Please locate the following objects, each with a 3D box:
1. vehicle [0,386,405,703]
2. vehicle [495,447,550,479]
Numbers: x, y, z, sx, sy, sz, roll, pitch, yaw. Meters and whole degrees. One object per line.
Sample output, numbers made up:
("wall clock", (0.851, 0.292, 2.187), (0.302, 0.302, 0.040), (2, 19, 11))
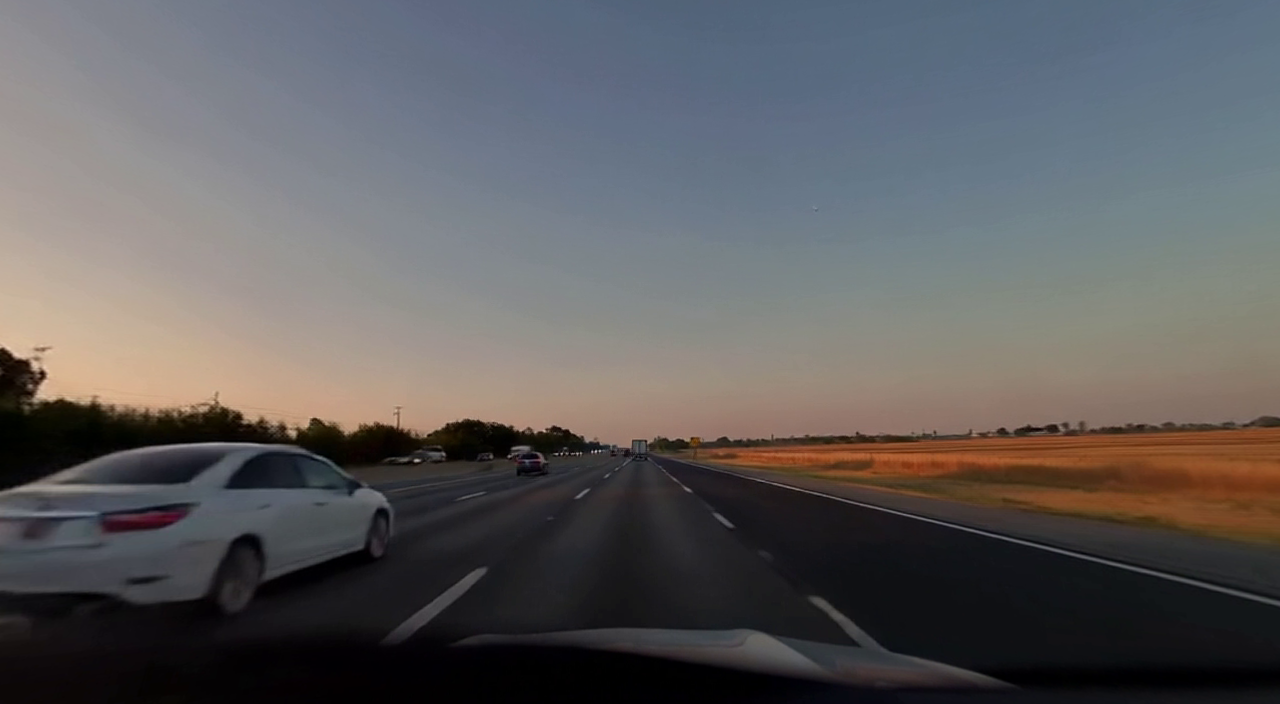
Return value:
("vehicle", (-3.623, 1.272, 4.527), (2.139, 1.607, 4.378), (0, -9, 1))
("vehicle", (-6.651, 6.339, 36.244), (2.234, 1.698, 4.634), (0, -9, 1))
